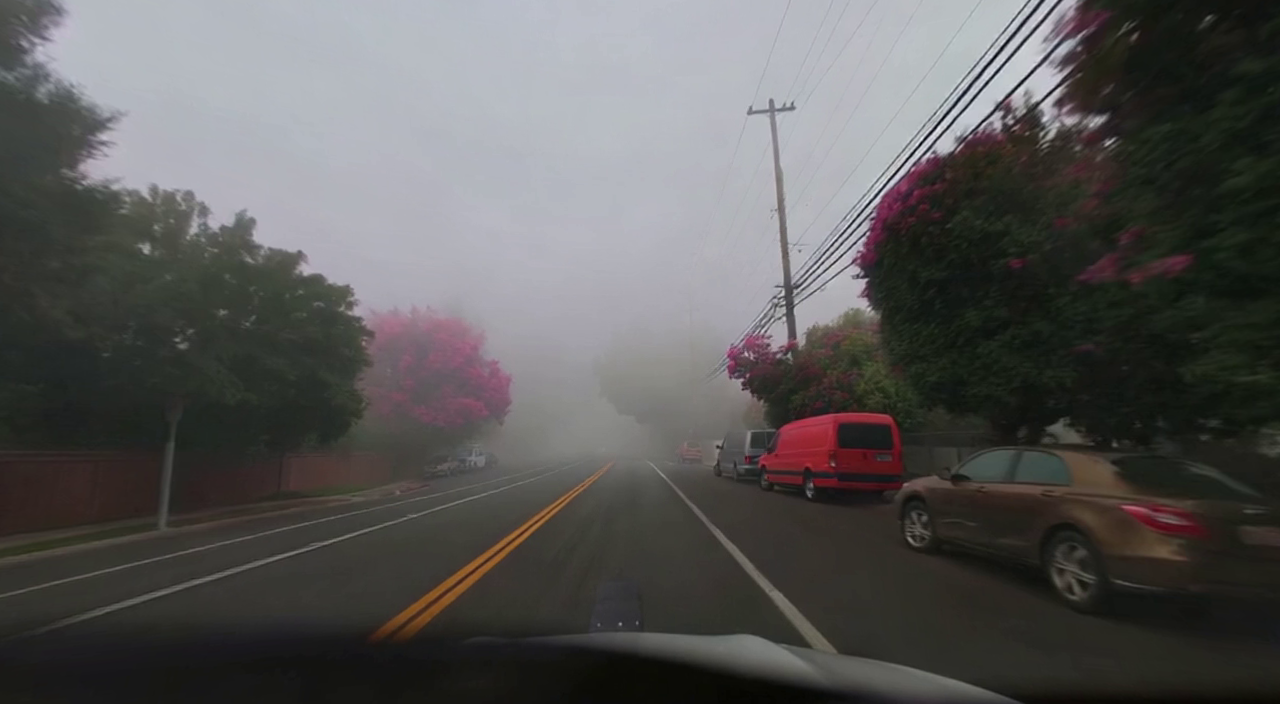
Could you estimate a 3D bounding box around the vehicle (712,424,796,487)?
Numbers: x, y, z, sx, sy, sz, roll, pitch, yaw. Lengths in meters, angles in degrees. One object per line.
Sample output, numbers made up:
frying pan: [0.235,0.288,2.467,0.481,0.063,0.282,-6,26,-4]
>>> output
vehicle: [4.515,4.261,26.340,2.578,2.248,7.011,-1,-9,3]

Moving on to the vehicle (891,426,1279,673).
vehicle: [4.430,1.559,6.201,1.989,1.509,4.418,0,-9,-2]

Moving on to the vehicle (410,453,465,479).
vehicle: [-13.406,7.548,42.109,2.041,1.573,4.575,0,-9,1]

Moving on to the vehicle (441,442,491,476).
vehicle: [-13.364,8.218,48.960,2.331,2.265,5.888,-2,-7,-2]

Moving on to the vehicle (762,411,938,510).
vehicle: [5.278,2.850,17.046,2.335,2.193,5.656,1,-9,-5]
